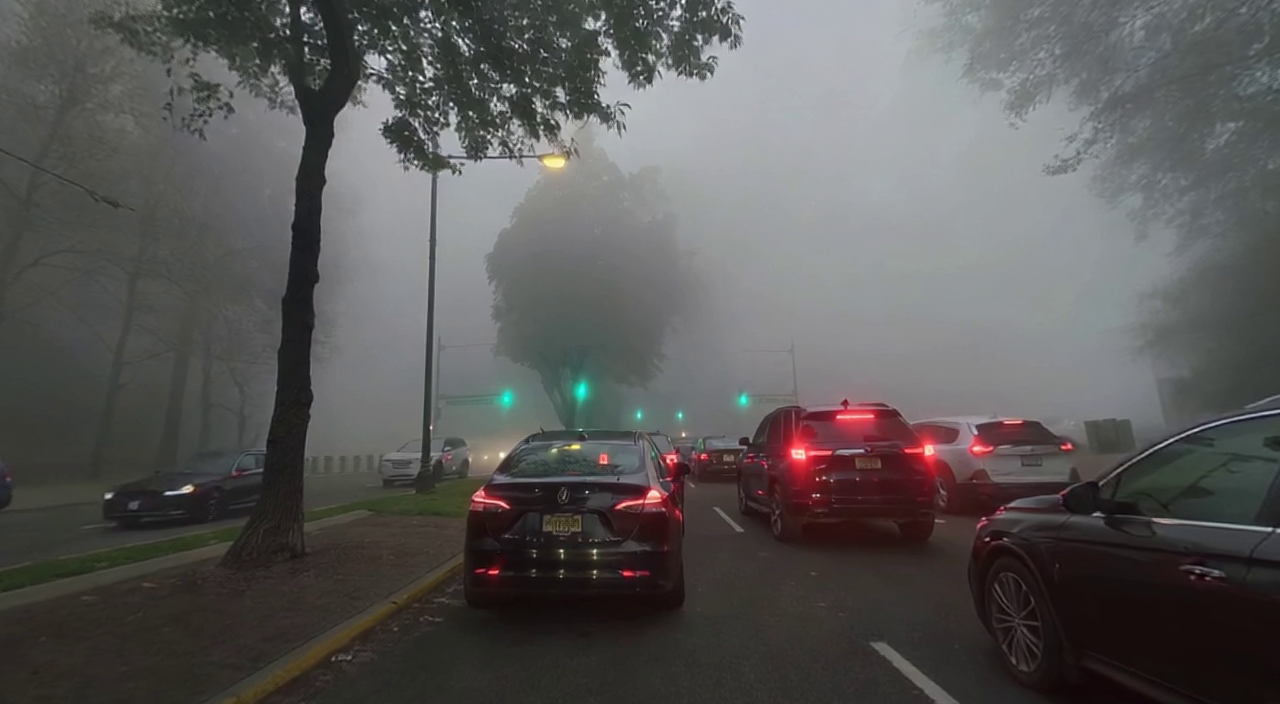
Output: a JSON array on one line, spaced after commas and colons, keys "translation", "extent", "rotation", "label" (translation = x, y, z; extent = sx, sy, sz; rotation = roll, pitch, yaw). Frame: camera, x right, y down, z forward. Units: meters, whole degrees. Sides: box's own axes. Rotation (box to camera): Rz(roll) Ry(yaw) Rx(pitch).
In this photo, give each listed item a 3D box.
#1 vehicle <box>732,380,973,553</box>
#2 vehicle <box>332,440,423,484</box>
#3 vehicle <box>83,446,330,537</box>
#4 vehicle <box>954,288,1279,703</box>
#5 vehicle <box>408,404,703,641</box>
[{"translation": [3.482, 2.073, 11.999], "extent": [2.516, 2.481, 5.766], "rotation": [0, -9, -1], "label": "vehicle"}, {"translation": [-12.647, 5.309, 30.676], "extent": [2.314, 1.962, 4.891], "rotation": [0, -9, 0], "label": "vehicle"}, {"translation": [-9.349, 2.979, 14.194], "extent": [2.179, 1.689, 4.558], "rotation": [0, -9, 2], "label": "vehicle"}, {"translation": [3.175, 0.766, 2.085], "extent": [1.982, 1.960, 4.427], "rotation": [0, -9, 1], "label": "vehicle"}, {"translation": [-0.557, 1.520, 6.592], "extent": [2.111, 1.676, 4.018], "rotation": [0, -9, 2], "label": "vehicle"}]
